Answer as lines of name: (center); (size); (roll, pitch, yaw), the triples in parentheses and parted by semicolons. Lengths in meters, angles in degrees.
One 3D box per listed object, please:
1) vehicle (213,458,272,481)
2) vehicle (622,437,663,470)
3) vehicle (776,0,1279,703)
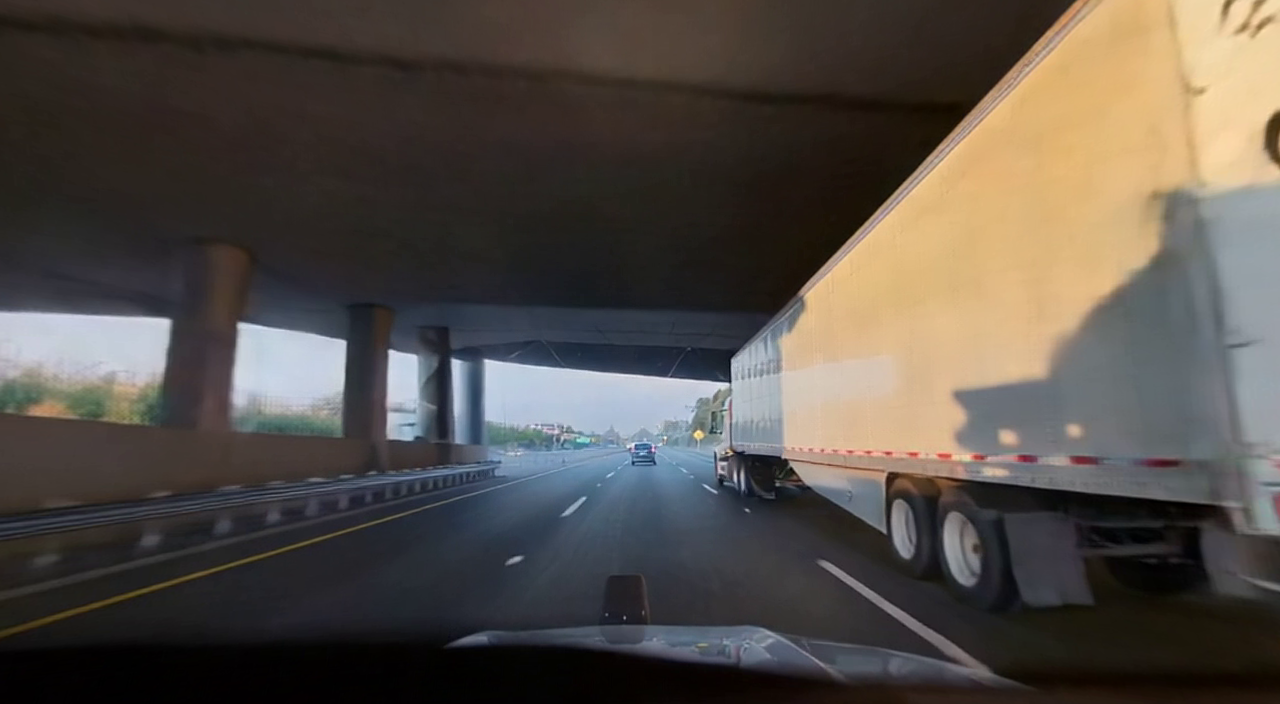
vehicle: (-29.172, 8.601, 46.340); (1.781, 1.489, 3.914); (0, -8, 1)
vehicle: (0.140, 5.447, 34.059); (2.050, 1.654, 4.192); (0, -8, 0)
vehicle: (4.150, 0.239, 6.725); (3.014, 4.068, 10.359); (0, -8, 0)
